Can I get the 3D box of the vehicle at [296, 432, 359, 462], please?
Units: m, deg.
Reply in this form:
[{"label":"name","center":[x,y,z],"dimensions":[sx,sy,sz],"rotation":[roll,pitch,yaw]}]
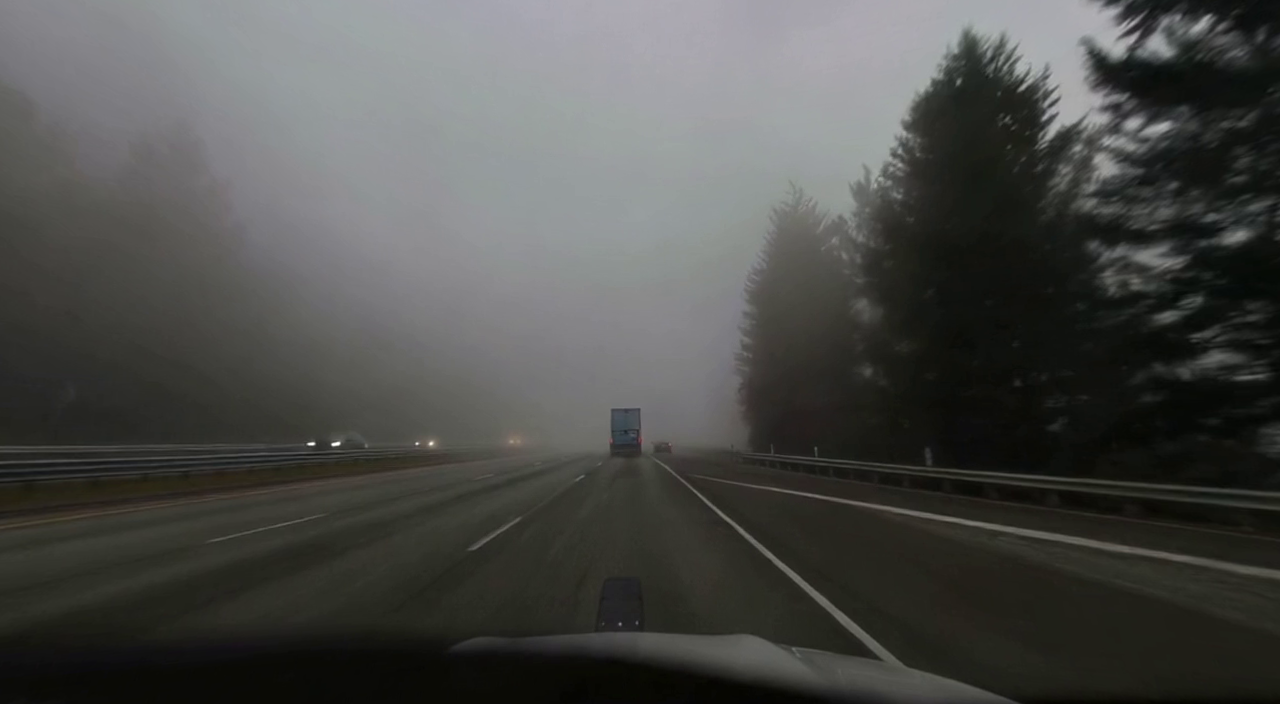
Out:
[{"label":"vehicle","center":[-19.913,6.046,40.371],"dimensions":[2.157,1.776,4.374],"rotation":[0,-7,-6]}]
